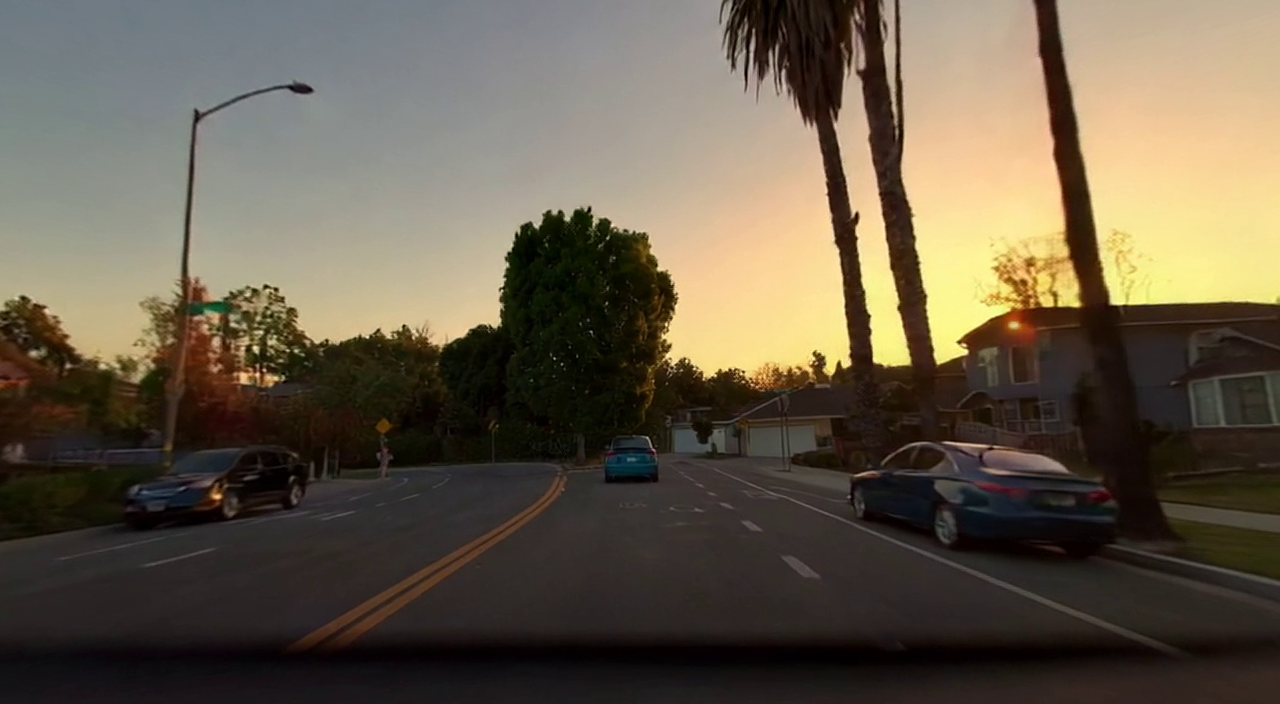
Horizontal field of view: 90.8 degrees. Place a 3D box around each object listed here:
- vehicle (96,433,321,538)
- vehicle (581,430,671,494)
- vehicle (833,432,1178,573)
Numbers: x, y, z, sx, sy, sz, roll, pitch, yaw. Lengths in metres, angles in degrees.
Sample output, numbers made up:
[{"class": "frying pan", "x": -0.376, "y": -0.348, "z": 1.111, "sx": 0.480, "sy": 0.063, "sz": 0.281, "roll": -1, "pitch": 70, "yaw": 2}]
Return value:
[{"class": "vehicle", "x": -8.688, "y": 2.631, "z": 13.287, "sx": 1.945, "sy": 1.666, "sz": 4.107, "roll": -3, "pitch": -6, "yaw": -1}, {"class": "vehicle", "x": -0.381, "y": 2.888, "z": 16.853, "sx": 2.098, "sy": 1.483, "sz": 4.099, "roll": 0, "pitch": -9, "yaw": -2}, {"class": "vehicle", "x": 4.773, "y": 2.030, "z": 9.512, "sx": 2.013, "sy": 1.501, "sz": 5.235, "roll": 0, "pitch": -9, "yaw": -1}]
